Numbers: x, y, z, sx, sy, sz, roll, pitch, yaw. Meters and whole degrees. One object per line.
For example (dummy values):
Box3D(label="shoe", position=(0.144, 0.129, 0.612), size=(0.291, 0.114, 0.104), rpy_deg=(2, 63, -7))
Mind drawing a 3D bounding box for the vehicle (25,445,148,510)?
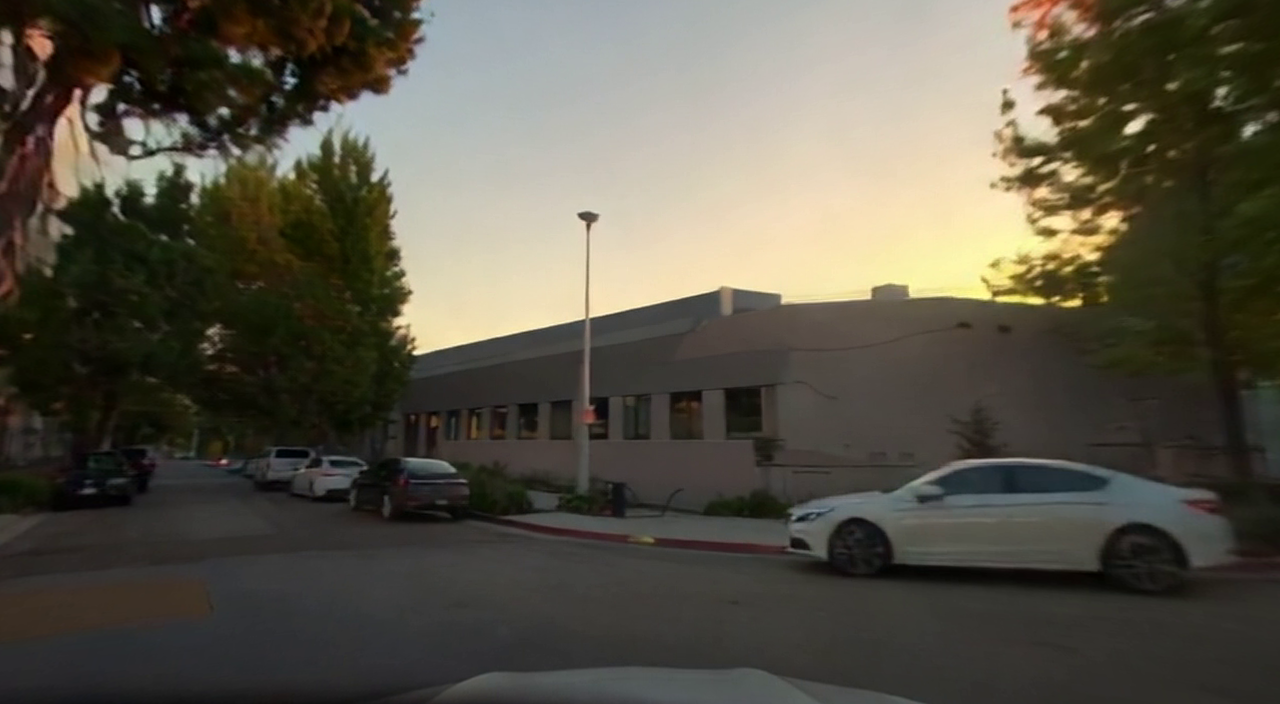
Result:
Box3D(label="vehicle", position=(-14.491, 3.297, 16.758), size=(2.018, 1.461, 4.413), rpy_deg=(8, -13, -37))

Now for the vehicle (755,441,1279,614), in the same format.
Box3D(label="vehicle", position=(3.749, 1.752, 6.863), size=(4.770, 1.448, 1.983), rpy_deg=(-2, -11, 14))

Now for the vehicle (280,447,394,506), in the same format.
Box3D(label="vehicle", position=(-8.945, 3.601, 18.427), size=(1.815, 1.479, 4.498), rpy_deg=(9, -14, -39))

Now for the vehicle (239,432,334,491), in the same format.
Box3D(label="vehicle", position=(-13.621, 4.204, 24.110), size=(2.242, 1.972, 4.898), rpy_deg=(9, -13, -37))

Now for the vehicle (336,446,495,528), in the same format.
Box3D(label="vehicle", position=(-5.003, 2.870, 13.735), size=(1.889, 1.482, 4.118), rpy_deg=(9, -13, -38))
